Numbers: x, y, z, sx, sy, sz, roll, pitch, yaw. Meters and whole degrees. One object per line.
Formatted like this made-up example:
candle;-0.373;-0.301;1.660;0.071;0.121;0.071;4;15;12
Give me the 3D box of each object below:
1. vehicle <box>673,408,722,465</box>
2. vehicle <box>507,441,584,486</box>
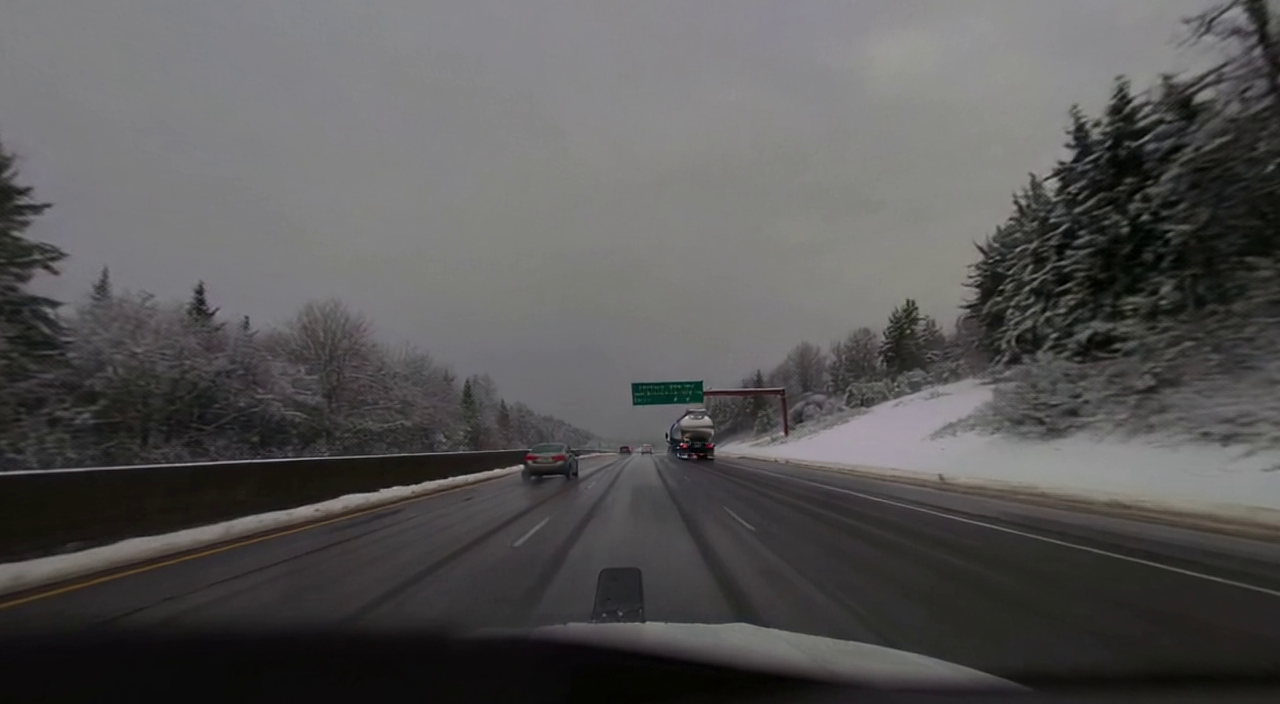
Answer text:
vehicle;4.125;6.389;47.122;2.759;3.734;9.708;0;-9;0
vehicle;-3.290;3.975;22.856;1.986;1.458;4.506;0;-9;1
